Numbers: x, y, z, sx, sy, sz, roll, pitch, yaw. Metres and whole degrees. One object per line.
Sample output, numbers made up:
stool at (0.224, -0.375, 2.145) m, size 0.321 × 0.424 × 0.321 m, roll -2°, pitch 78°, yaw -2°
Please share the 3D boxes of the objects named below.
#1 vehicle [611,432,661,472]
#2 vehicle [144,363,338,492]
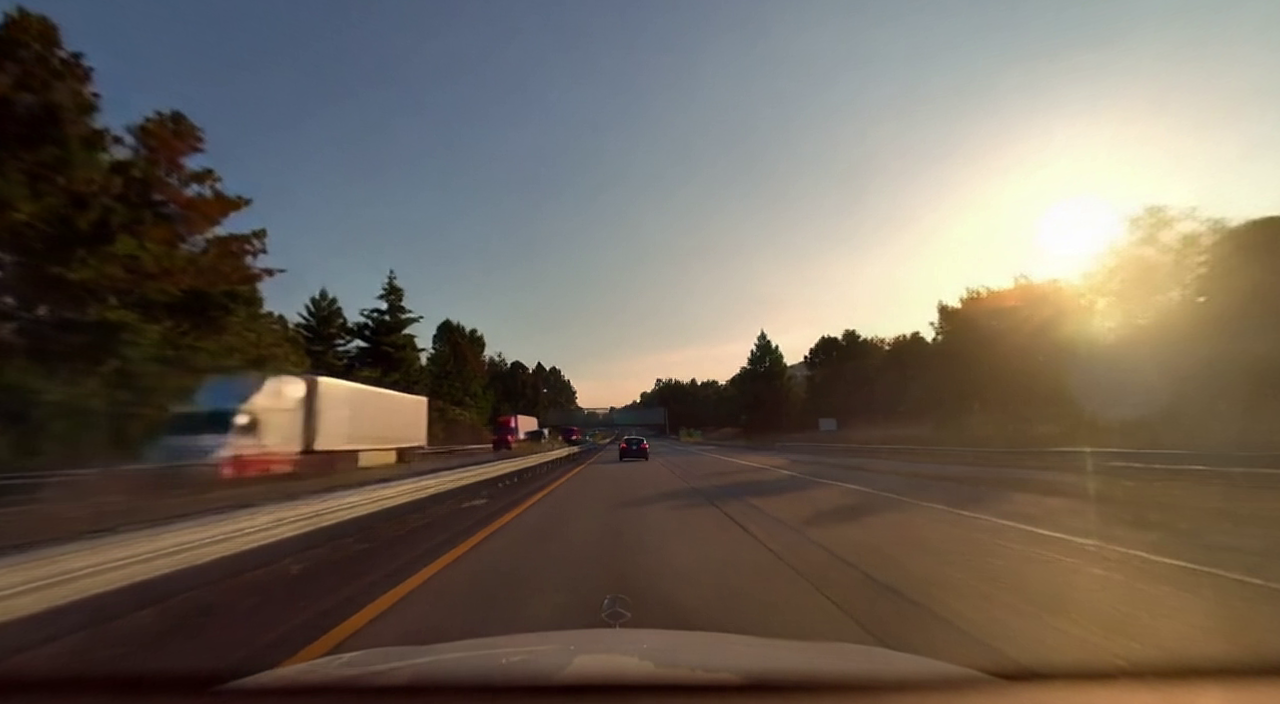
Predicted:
vehicle at (-0.201, 4.048, 25.702) m, size 1.897 × 1.479 × 3.724 m, roll 0°, pitch -8°, yaw -2°
vehicle at (-13.820, 2.729, 22.525) m, size 3.024 × 3.983 × 5.858 m, roll 0°, pitch -8°, yaw -1°
